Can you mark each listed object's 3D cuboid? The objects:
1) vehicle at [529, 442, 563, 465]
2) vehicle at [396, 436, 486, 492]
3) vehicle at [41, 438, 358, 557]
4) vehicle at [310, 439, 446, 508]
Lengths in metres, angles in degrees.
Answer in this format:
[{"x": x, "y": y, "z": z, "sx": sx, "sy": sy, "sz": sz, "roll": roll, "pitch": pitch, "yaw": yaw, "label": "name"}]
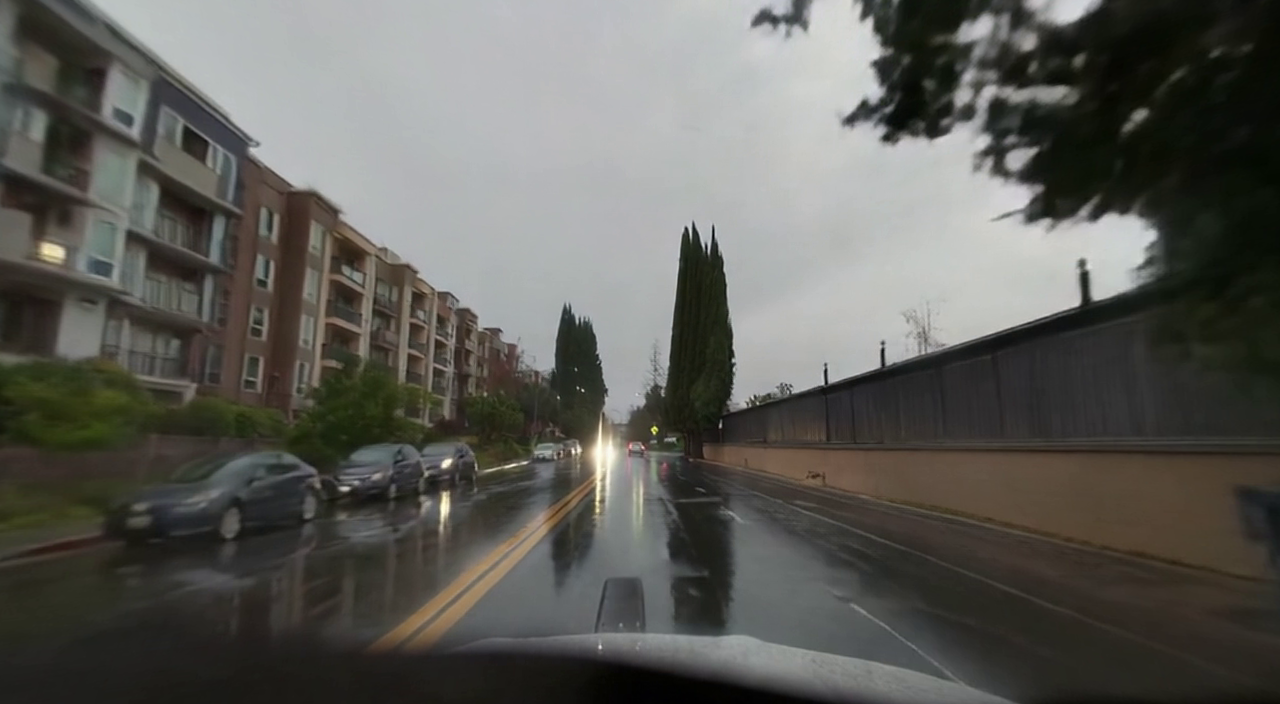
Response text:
[{"x": -7.184, "y": 7.780, "z": 48.722, "sx": 1.913, "sy": 1.560, "sz": 4.513, "roll": 3, "pitch": -8, "yaw": 0, "label": "vehicle"}, {"x": -6.795, "y": 3.805, "z": 22.012, "sx": 1.878, "sy": 1.658, "sz": 3.827, "roll": 3, "pitch": -7, "yaw": -1, "label": "vehicle"}, {"x": -6.728, "y": 2.199, "z": 10.539, "sx": 1.914, "sy": 1.417, "sz": 4.750, "roll": 3, "pitch": -8, "yaw": -1, "label": "vehicle"}, {"x": -6.772, "y": 3.130, "z": 16.906, "sx": 1.773, "sy": 1.466, "sz": 4.407, "roll": 4, "pitch": -8, "yaw": -1, "label": "vehicle"}]
